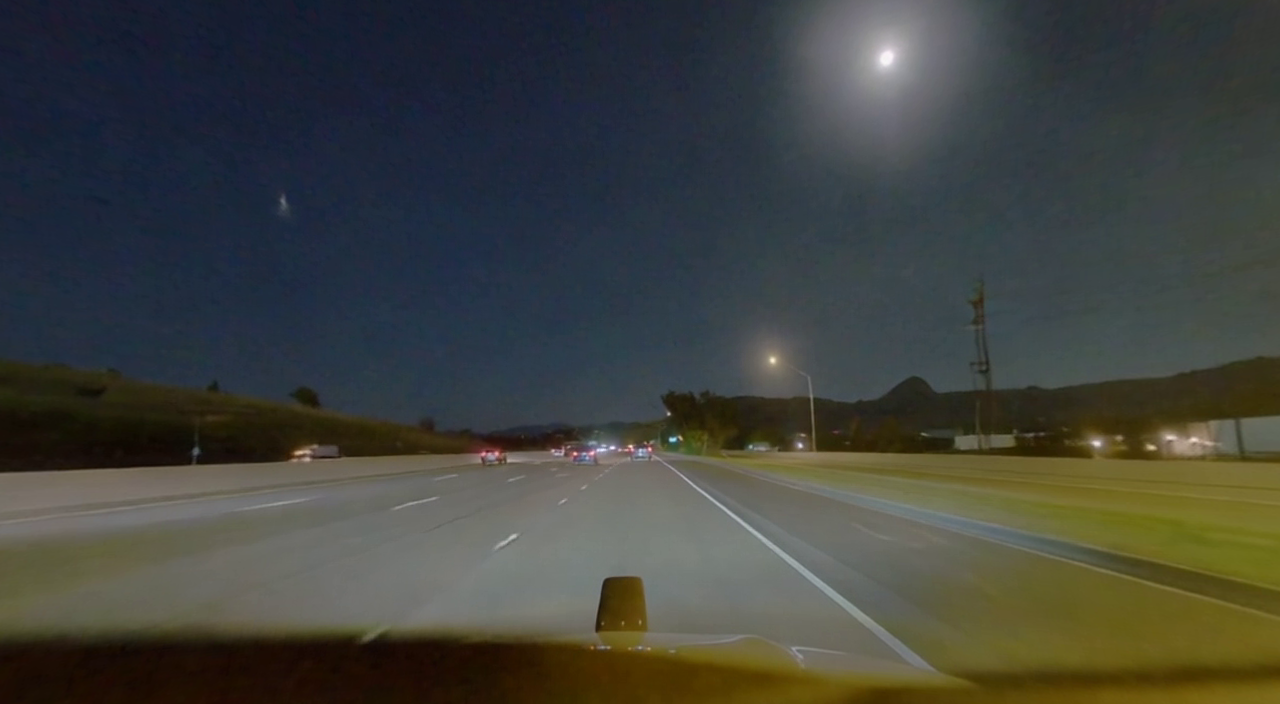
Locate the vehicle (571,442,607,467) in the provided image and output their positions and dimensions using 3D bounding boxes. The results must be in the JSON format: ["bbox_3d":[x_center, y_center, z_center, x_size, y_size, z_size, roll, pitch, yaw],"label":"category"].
[{"bbox_3d":[-3.372,6.882,42.441,1.967,1.517,4.808,0,-9,0],"label":"vehicle"}]

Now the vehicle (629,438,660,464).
[{"bbox_3d":[0.288,7.302,46.600,2.194,1.737,4.127,0,-9,-1],"label":"vehicle"}]
